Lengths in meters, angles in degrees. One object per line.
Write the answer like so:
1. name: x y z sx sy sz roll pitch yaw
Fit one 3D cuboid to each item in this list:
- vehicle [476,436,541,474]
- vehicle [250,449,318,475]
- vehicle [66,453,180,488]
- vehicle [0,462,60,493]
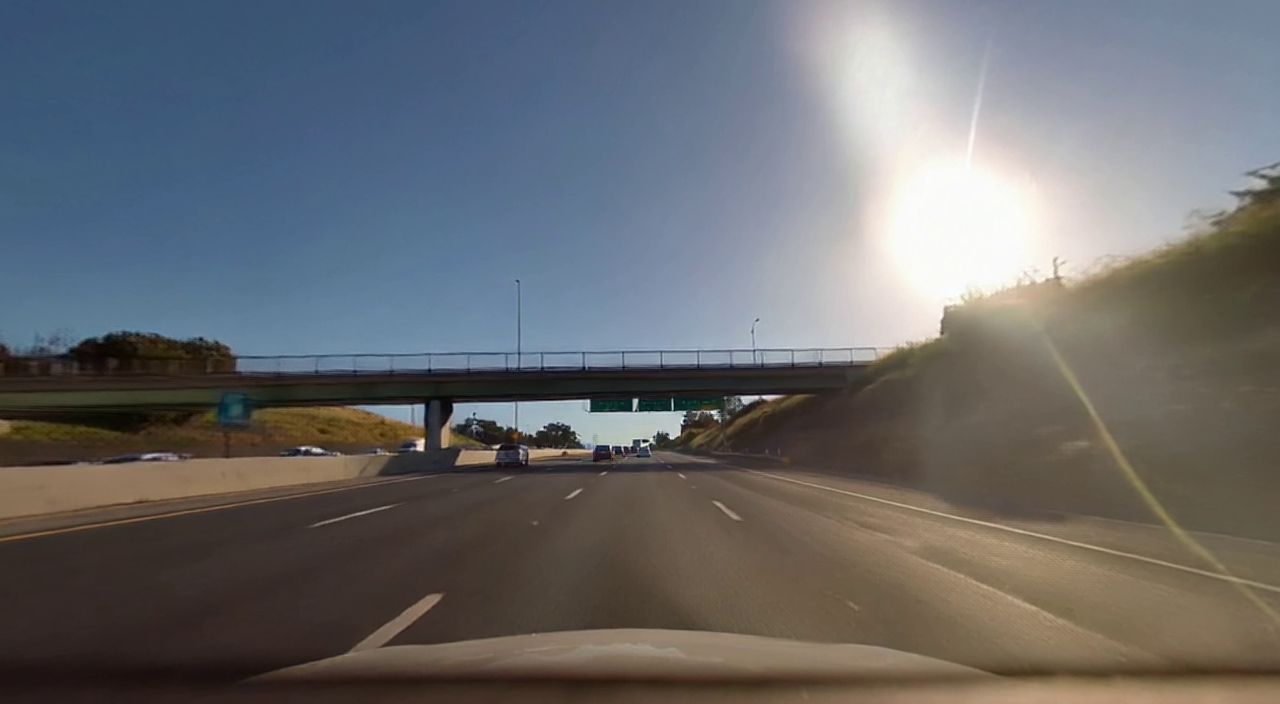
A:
1. vehicle: -7.272 5.749 35.422 2.341 1.959 5.684 0 -9 1
2. vehicle: -26.485 8.170 47.029 2.081 1.748 5.102 0 -9 0
3. vehicle: -26.954 6.155 33.091 2.001 1.610 4.667 0 -9 0
4. vehicle: -34.369 6.749 33.868 1.827 1.514 4.681 0 -9 0
